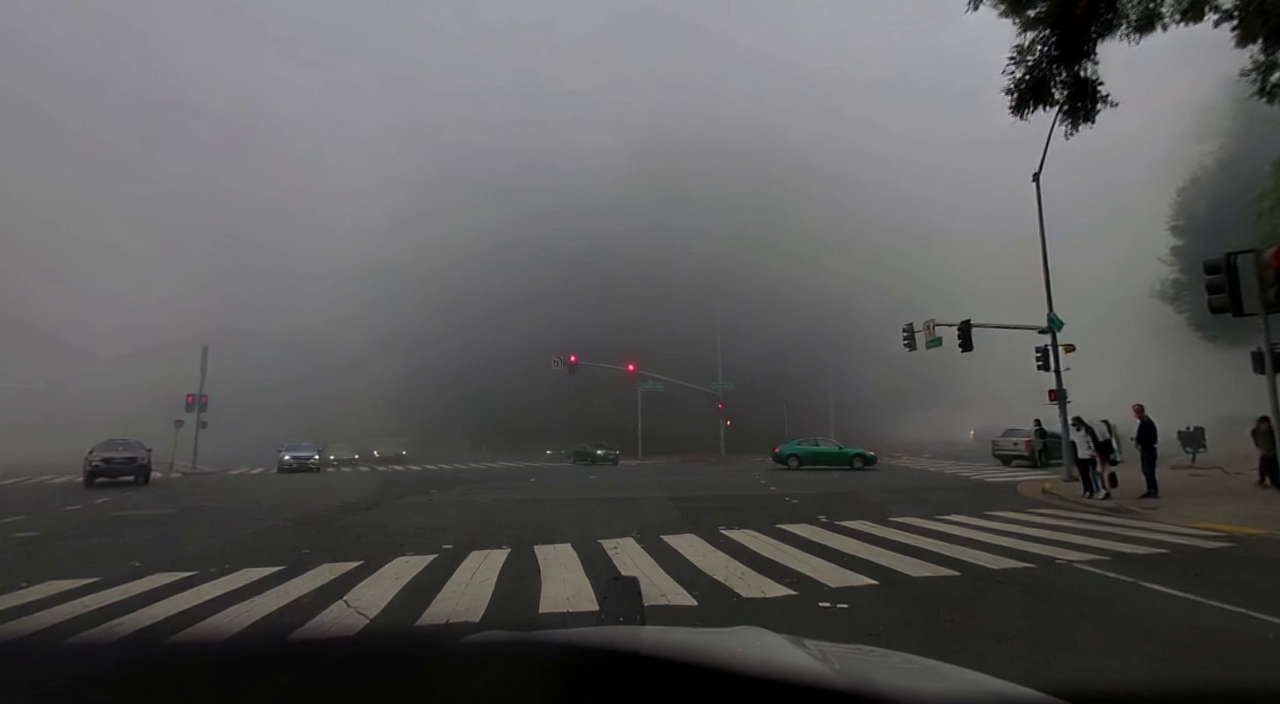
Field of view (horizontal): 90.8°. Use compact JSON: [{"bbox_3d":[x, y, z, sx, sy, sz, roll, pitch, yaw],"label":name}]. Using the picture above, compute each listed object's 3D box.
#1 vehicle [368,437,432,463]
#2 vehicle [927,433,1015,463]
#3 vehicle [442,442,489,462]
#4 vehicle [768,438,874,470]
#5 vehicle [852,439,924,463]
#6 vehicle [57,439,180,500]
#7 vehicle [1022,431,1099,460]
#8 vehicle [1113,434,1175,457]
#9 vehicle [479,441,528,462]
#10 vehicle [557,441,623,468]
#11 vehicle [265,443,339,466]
[{"bbox_3d":[-17.380,7.141,46.003,2.189,1.753,4.785,-1,-9,9],"label":"vehicle"},{"bbox_3d":[20.081,5.825,38.302,5.244,1.717,1.897,4,-10,-27],"label":"vehicle"},{"bbox_3d":[-13.173,7.585,47.864,1.845,1.426,4.289,-1,-9,8],"label":"vehicle"},{"bbox_3d":[8.982,5.109,31.642,4.911,1.504,2.109,-2,-9,14],"label":"vehicle"},{"bbox_3d":[17.190,6.836,43.830,4.524,1.560,2.052,4,-10,-26],"label":"vehicle"},{"bbox_3d":[-14.276,3.123,17.208,4.507,1.428,1.801,-8,-11,41],"label":"vehicle"},{"bbox_3d":[28.309,6.295,42.481,4.662,1.840,2.055,4,-10,-26],"label":"vehicle"},{"bbox_3d":[38.627,7.164,48.396,4.122,1.682,1.930,4,-9,-25],"label":"vehicle"},{"bbox_3d":[-10.150,7.464,47.396,2.097,1.484,4.596,-1,-9,8],"label":"vehicle"},{"bbox_3d":[-2.961,5.859,36.344,1.911,1.415,4.487,5,-10,-31],"label":"vehicle"},{"bbox_3d":[-21.825,6.637,41.001,1.859,1.415,4.591,-1,-9,8],"label":"vehicle"}]
